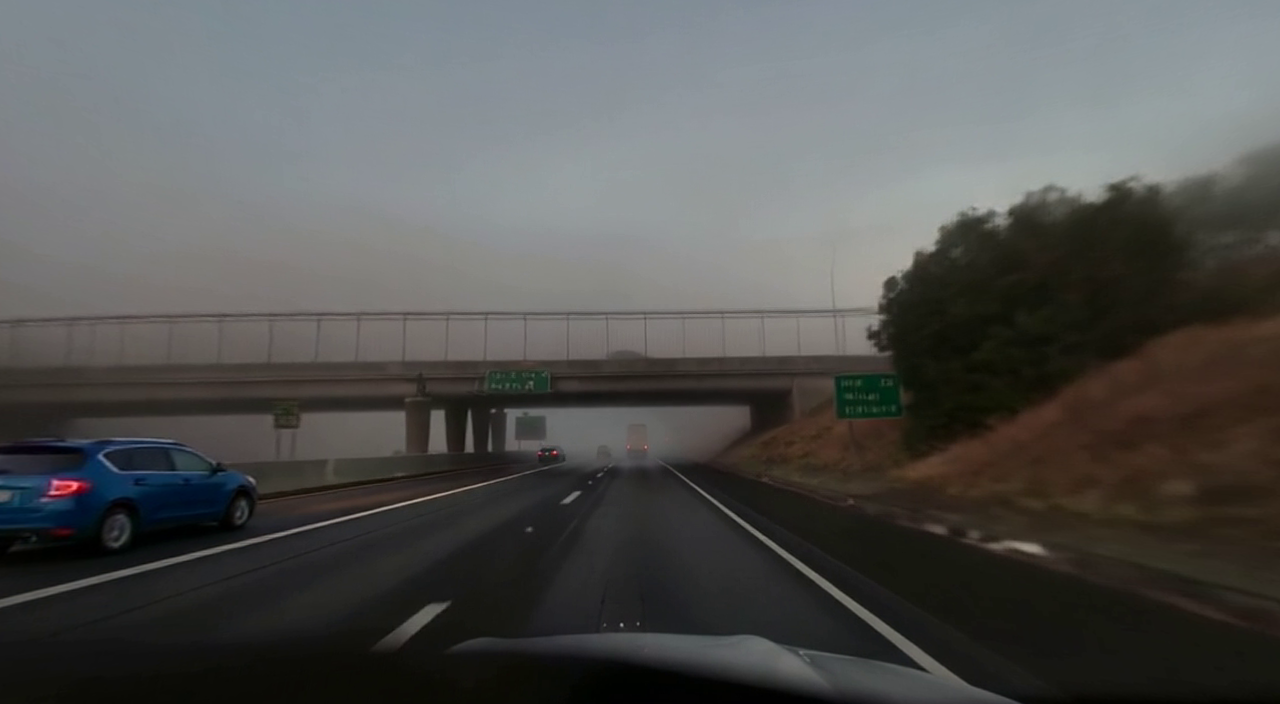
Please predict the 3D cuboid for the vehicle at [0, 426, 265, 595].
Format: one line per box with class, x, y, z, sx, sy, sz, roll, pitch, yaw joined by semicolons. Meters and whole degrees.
vehicle;-6.933;1.711;7.489;2.096;1.541;4.610;0;-8;0
